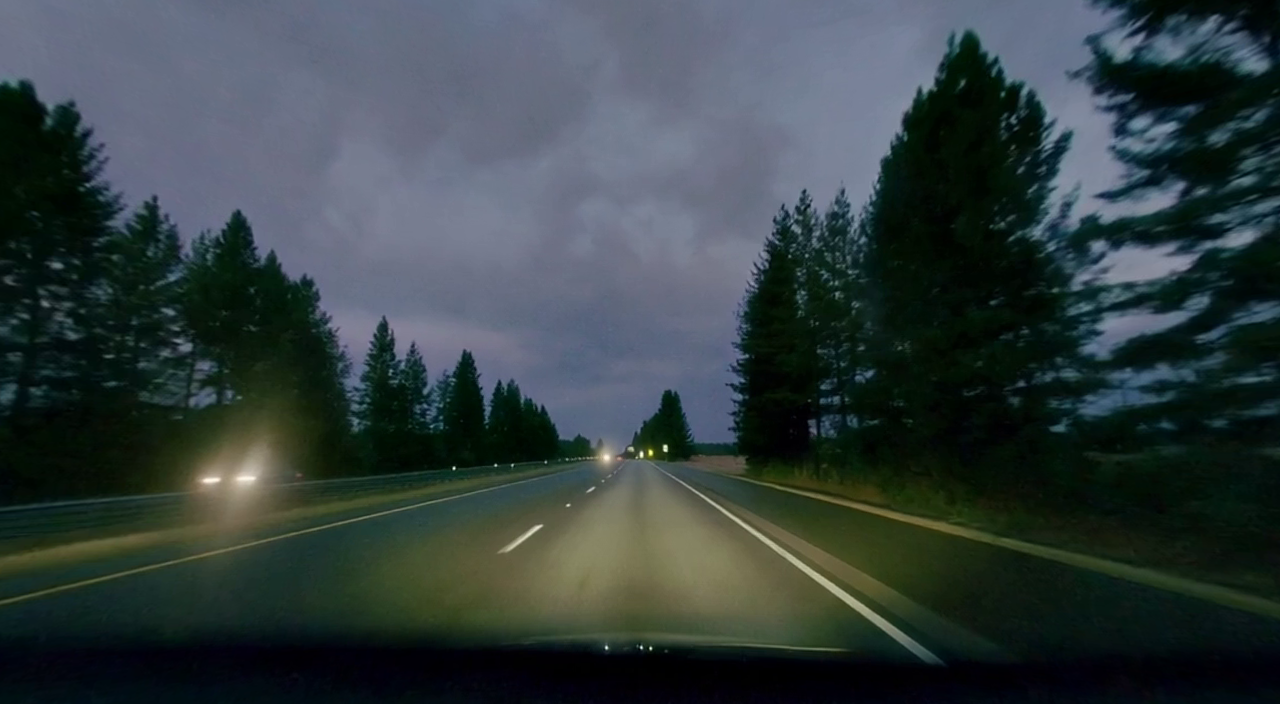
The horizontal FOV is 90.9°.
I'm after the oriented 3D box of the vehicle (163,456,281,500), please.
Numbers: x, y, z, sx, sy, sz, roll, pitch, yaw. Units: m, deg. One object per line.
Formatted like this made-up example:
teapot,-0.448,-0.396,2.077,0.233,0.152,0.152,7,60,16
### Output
vehicle,-17.502,5.275,26.694,1.952,1.622,4.412,0,-9,0
